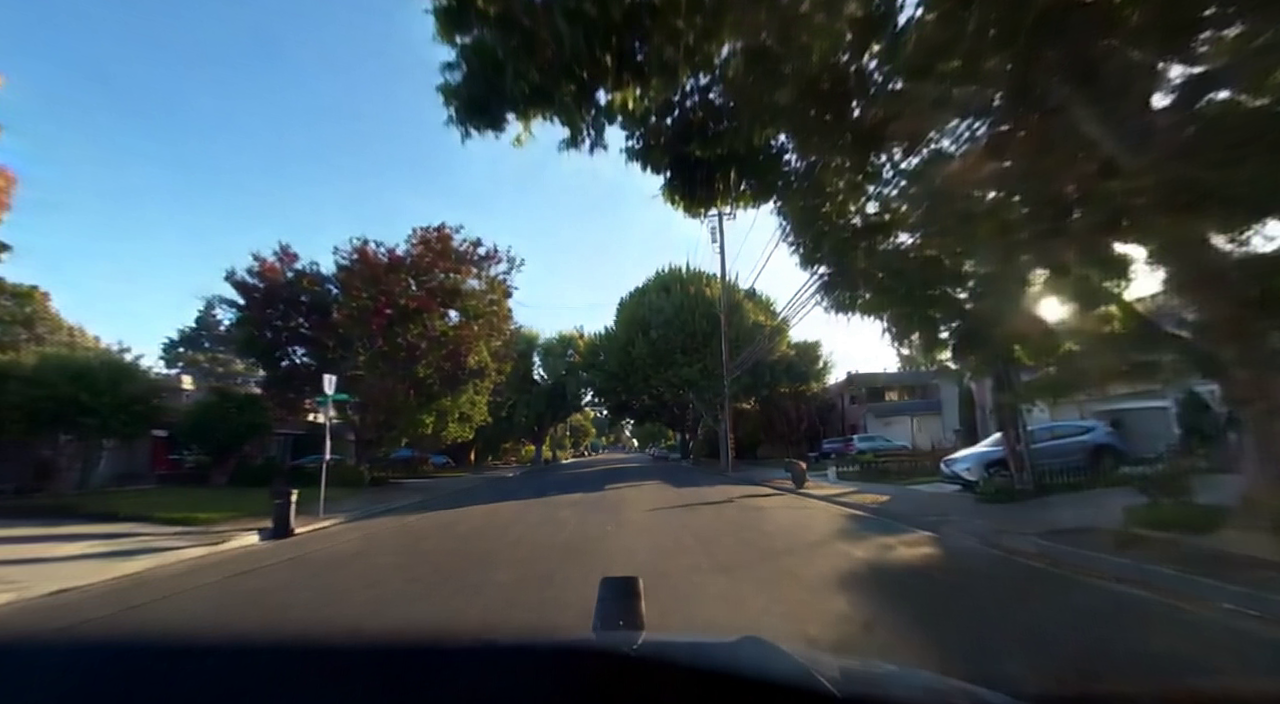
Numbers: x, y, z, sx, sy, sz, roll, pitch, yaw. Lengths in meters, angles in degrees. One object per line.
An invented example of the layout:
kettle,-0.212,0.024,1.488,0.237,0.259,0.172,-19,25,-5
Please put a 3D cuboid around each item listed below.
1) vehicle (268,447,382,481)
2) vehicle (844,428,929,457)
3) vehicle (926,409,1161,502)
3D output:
vehicle,-14.500,5.122,29.141,4.477,1.449,1.922,5,-10,-31
vehicle,15.765,5.832,40.592,4.562,1.832,1.987,0,-9,-2
vehicle,10.273,2.656,16.320,4.697,1.604,1.838,-8,-8,-3
